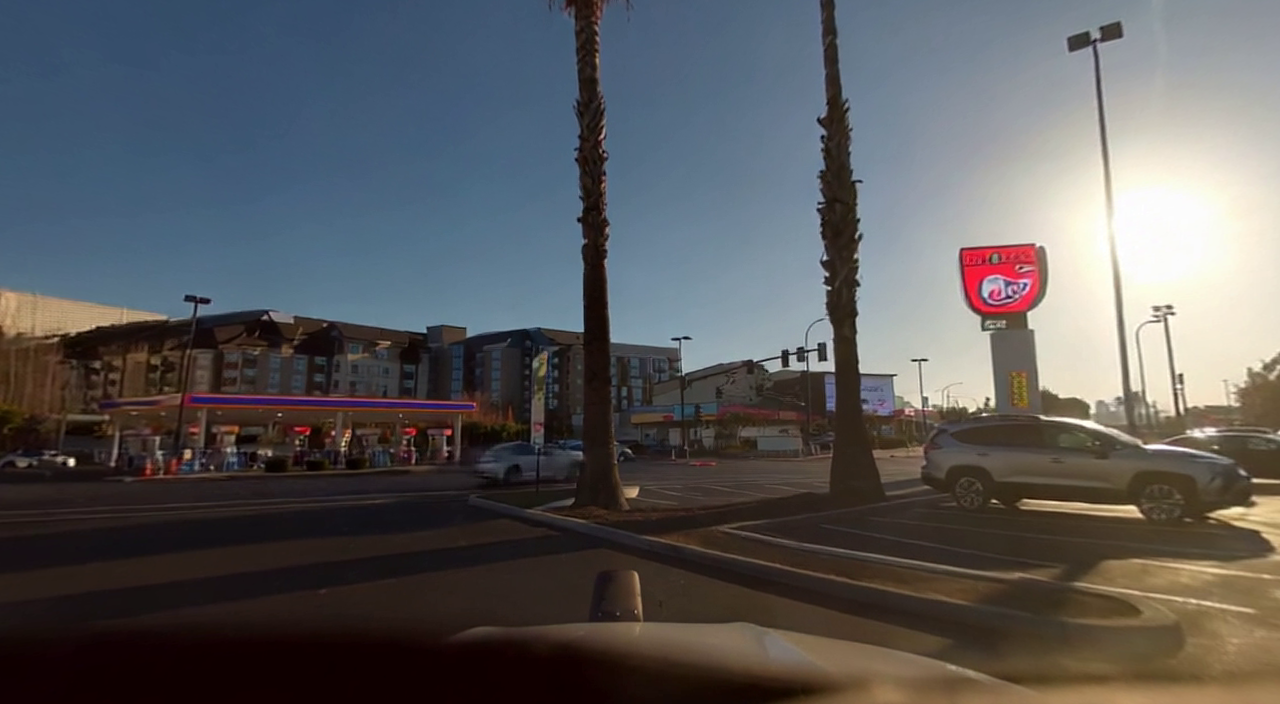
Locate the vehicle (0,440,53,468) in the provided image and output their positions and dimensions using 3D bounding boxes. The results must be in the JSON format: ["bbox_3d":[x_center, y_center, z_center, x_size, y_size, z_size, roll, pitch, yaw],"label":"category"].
[{"bbox_3d":[-35.050,5.762,35.909,1.901,1.463,3.948,5,-10,-35],"label":"vehicle"}]

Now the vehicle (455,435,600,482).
[{"bbox_3d":[-3.961,3.769,22.719,4.758,1.497,1.856,5,-10,-36],"label":"vehicle"}]

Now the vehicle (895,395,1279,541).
[{"bbox_3d":[7.092,1.845,10.615,2.028,1.850,4.731,6,-10,-37],"label":"vehicle"}]

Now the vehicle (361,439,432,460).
[{"bbox_3d":[-18.703,7.456,48.635,4.764,1.523,1.849,6,-10,-36],"label":"vehicle"}]
